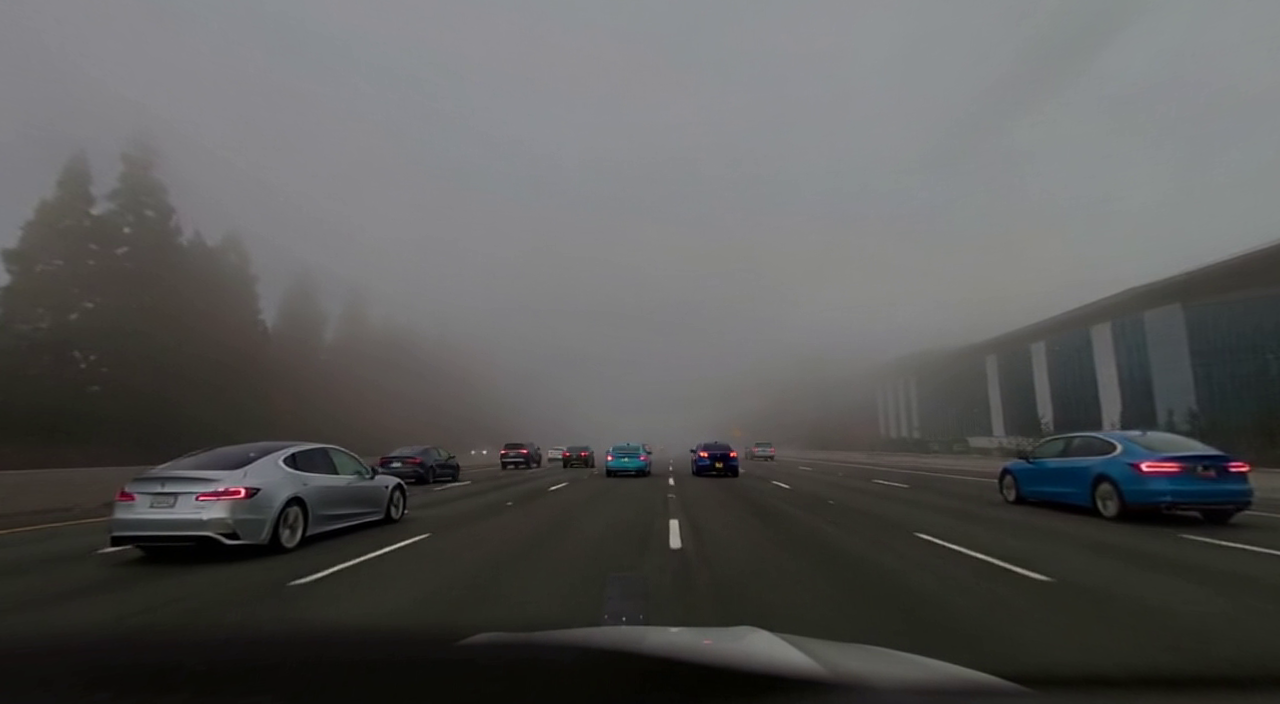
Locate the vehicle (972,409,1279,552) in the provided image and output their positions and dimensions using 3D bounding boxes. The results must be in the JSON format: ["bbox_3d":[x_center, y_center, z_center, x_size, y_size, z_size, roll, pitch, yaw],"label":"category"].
[{"bbox_3d":[7.767,1.940,10.294,1.960,1.726,5.016,0,-8,1],"label":"vehicle"}]

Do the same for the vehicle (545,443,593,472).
[{"bbox_3d":[-3.797,5.683,34.374,1.886,1.455,4.148,-1,-8,3],"label":"vehicle"}]

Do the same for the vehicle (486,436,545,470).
[{"bbox_3d":[-7.318,6.001,37.618,2.187,1.851,5.085,-1,-8,4],"label":"vehicle"}]

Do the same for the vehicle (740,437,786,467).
[{"bbox_3d":[7.827,6.378,40.466,2.071,1.754,4.484,-1,-8,1],"label":"vehicle"}]

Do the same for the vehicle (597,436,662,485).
[{"bbox_3d":[-0.294,4.004,23.649,2.102,1.624,4.257,-1,-8,3],"label":"vehicle"}]

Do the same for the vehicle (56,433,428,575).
[{"bbox_3d":[-5.016,1.950,9.037,2.116,1.473,4.644,-1,-8,4],"label":"vehicle"}]

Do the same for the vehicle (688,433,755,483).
[{"bbox_3d":[3.025,4.031,24.323,2.114,1.715,4.136,-1,-8,2],"label":"vehicle"}]
